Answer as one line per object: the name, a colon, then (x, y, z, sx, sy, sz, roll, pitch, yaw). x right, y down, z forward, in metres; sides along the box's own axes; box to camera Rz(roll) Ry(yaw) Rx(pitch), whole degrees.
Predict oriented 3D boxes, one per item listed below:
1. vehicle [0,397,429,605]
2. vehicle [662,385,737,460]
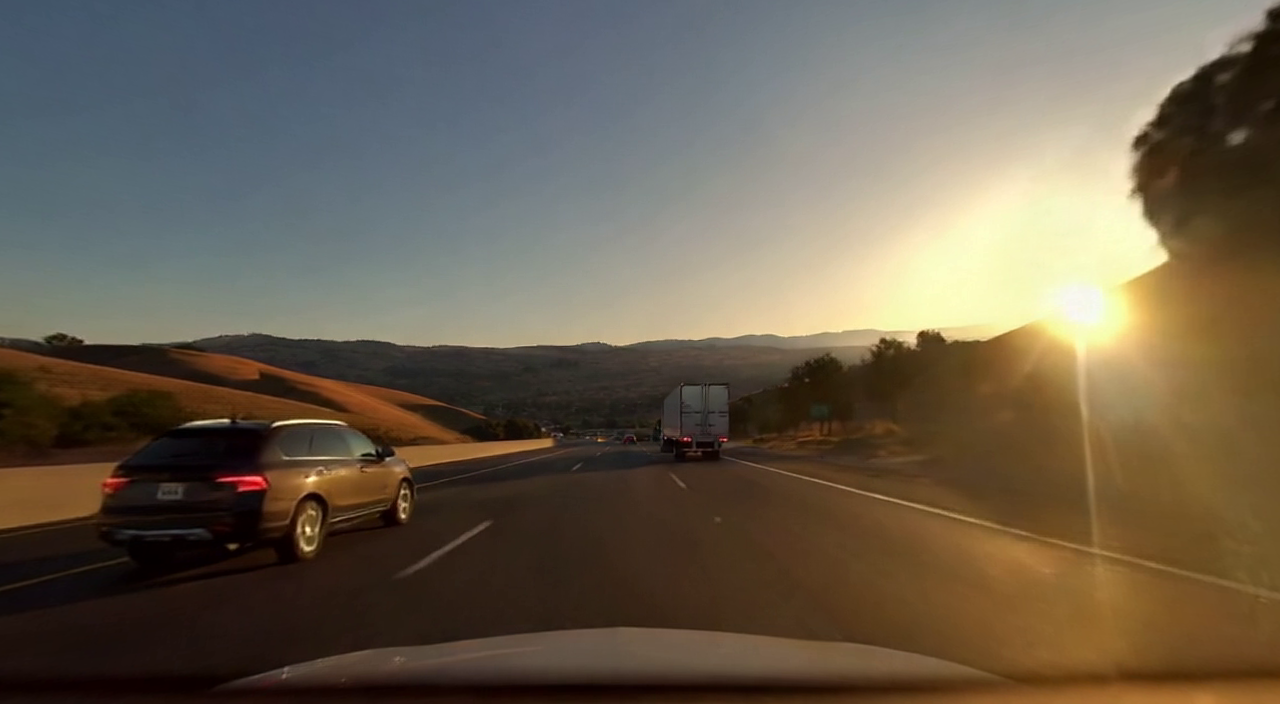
vehicle: (-4.087, 1.444, 7.016, 2.044, 1.604, 4.144, 0, -8, 0)
vehicle: (3.613, 5.116, 43.781, 3.144, 4.168, 17.594, 0, -8, -1)
